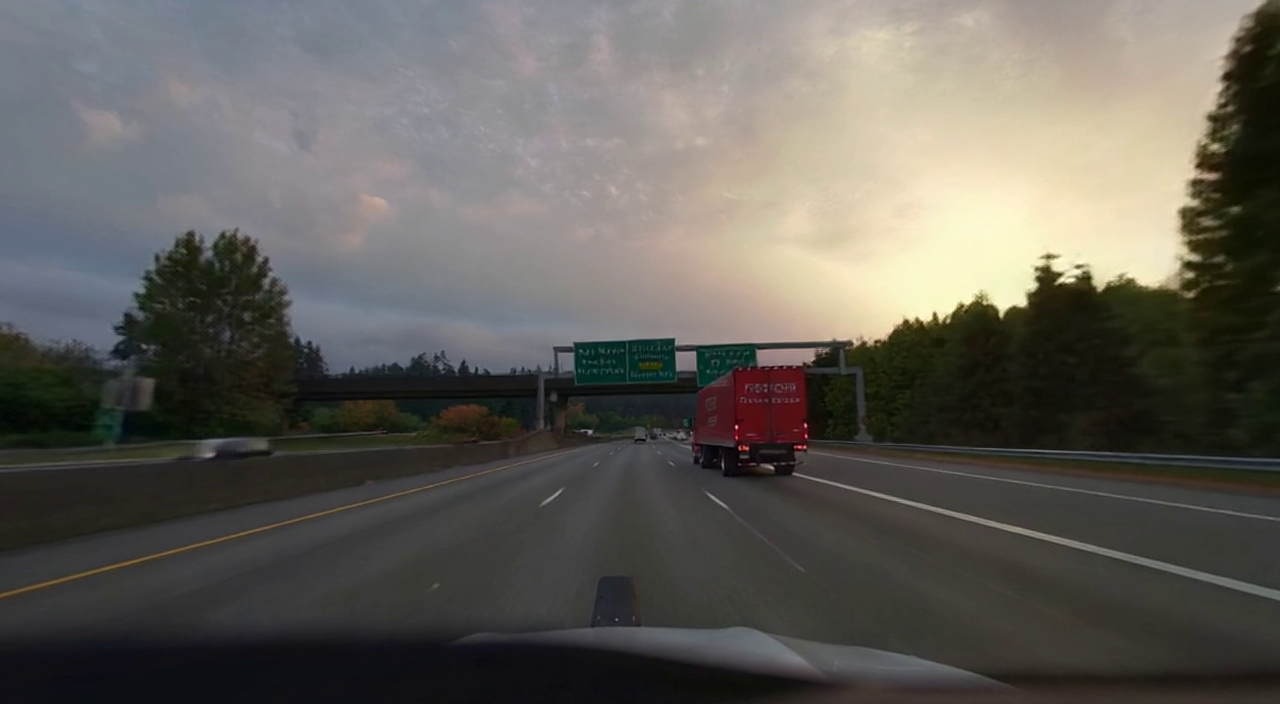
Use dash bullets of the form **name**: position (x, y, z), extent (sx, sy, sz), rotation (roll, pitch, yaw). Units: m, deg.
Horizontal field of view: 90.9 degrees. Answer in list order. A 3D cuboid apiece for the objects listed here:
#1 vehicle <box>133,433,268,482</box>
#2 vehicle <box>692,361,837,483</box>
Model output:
- **vehicle**: position (-16.450, 3.928, 23.930), extent (1.953, 1.661, 4.341), rotation (0, -8, 1)
- **vehicle**: position (3.924, 2.658, 23.128), extent (2.849, 3.391, 11.018), rotation (0, -8, -1)
